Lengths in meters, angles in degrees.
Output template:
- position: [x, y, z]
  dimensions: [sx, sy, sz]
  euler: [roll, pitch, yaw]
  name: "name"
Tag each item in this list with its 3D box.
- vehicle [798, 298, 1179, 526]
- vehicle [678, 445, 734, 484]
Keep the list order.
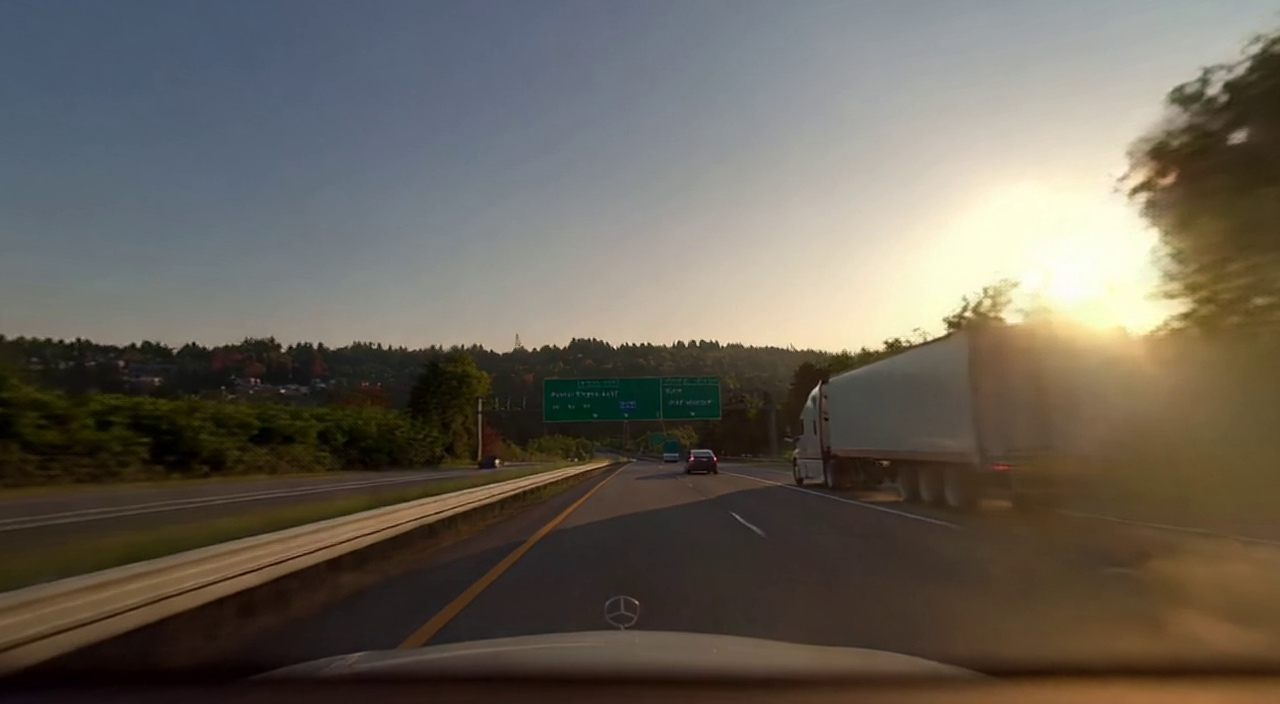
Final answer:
- position: [7.851, 2.067, 18.068]
  dimensions: [2.907, 4.042, 13.858]
  euler: [0, -9, 0]
  name: "vehicle"
- position: [2.844, 4.934, 27.799]
  dimensions: [2.024, 1.579, 3.707]
  euler: [0, -9, -1]
  name: "vehicle"
